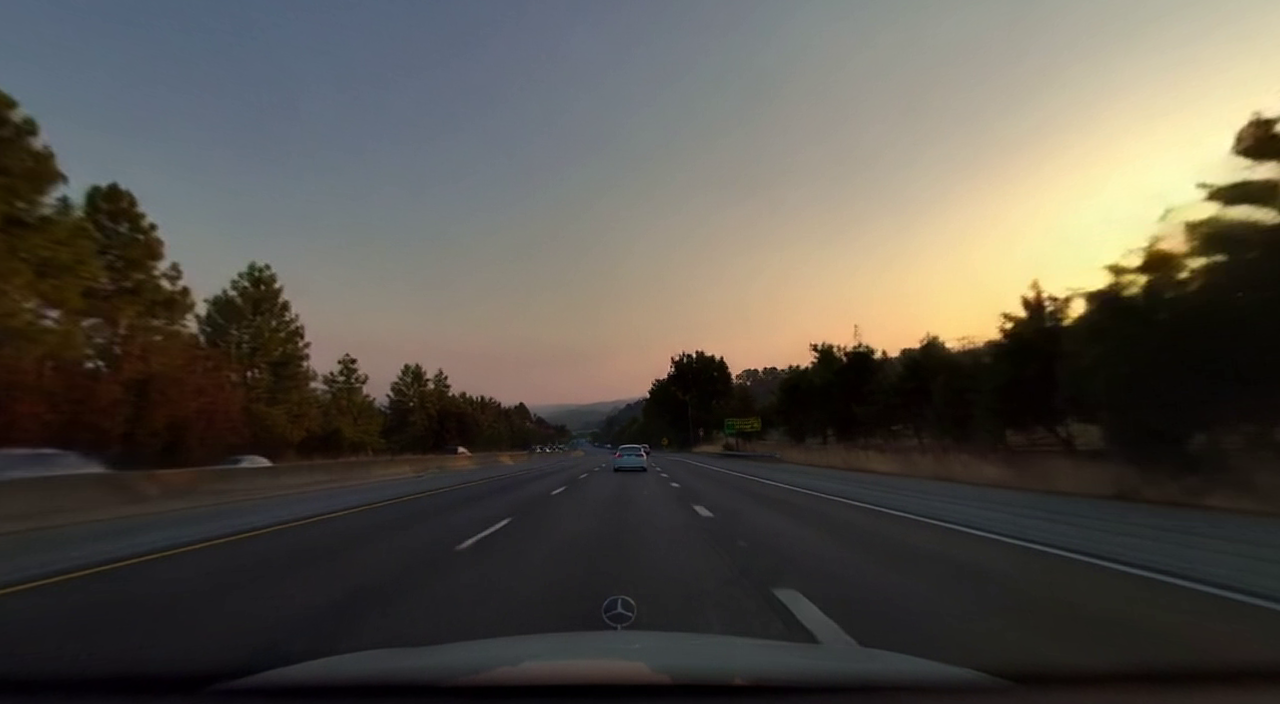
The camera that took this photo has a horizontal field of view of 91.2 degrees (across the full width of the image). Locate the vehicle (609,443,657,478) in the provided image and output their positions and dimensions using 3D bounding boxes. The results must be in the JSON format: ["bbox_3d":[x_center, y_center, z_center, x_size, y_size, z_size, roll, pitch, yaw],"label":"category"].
[{"bbox_3d":[-0.333,5.138,29.891,2.095,1.537,4.017,0,-9,-1],"label":"vehicle"}]

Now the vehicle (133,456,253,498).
[{"bbox_3d":[-17.982,5.009,25.506,1.838,1.507,4.135,0,-9,-1],"label":"vehicle"}]

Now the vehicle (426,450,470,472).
[{"bbox_3d":[-13.897,7.881,45.640,1.896,1.509,4.060,0,-9,0],"label":"vehicle"}]
